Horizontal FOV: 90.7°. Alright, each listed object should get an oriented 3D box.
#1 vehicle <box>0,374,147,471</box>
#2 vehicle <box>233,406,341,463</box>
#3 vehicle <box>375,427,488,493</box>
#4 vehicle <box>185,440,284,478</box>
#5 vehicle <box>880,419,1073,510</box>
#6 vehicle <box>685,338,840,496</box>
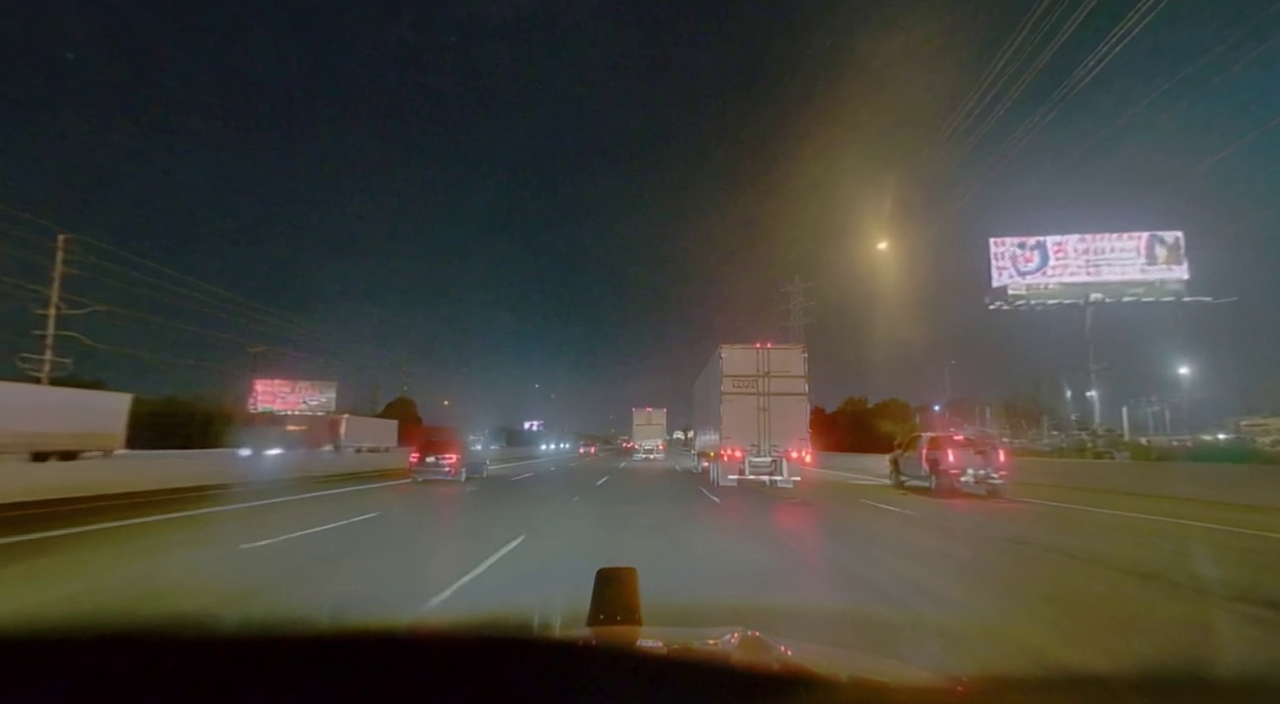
[{"bbox_3d":[-28.285,2.857,25.786,2.860,4.013,16.437,0,-9,1],"label":"vehicle"},{"bbox_3d":[-27.070,6.519,49.246,2.998,3.998,8.850,0,-9,2],"label":"vehicle"},{"bbox_3d":[-6.551,3.457,20.535,2.004,1.846,4.739,0,-9,0],"label":"vehicle"},{"bbox_3d":[-16.346,4.315,25.717,1.574,1.415,3.508,0,-9,1],"label":"vehicle"},{"bbox_3d":[7.829,2.665,15.400,2.115,1.844,4.522,0,-9,-1],"label":"vehicle"},{"bbox_3d":[3.785,2.916,24.851,2.892,4.152,16.575,0,-9,0],"label":"vehicle"}]
